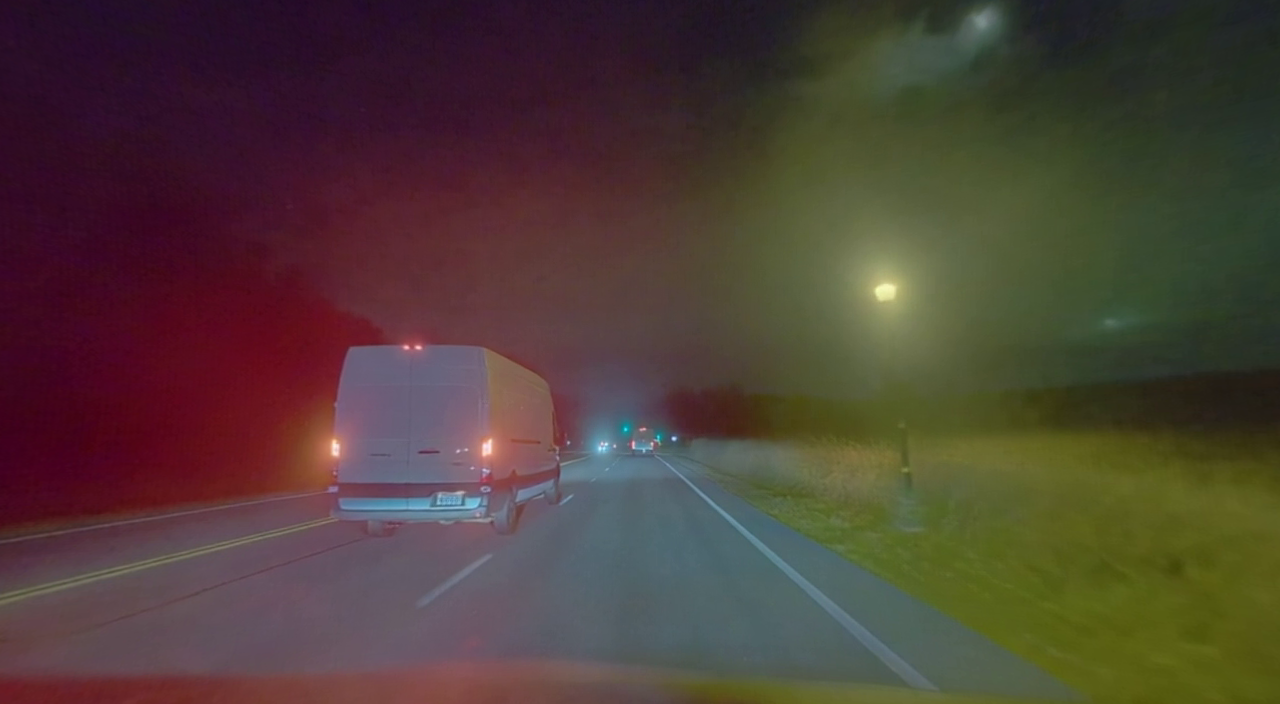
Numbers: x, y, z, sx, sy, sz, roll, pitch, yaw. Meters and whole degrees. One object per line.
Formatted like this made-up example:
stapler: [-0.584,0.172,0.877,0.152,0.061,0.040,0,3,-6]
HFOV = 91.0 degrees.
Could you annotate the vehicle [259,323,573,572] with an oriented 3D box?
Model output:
vehicle: [-2.681,1.417,9.721,2.497,2.628,6.016,0,-8,1]
